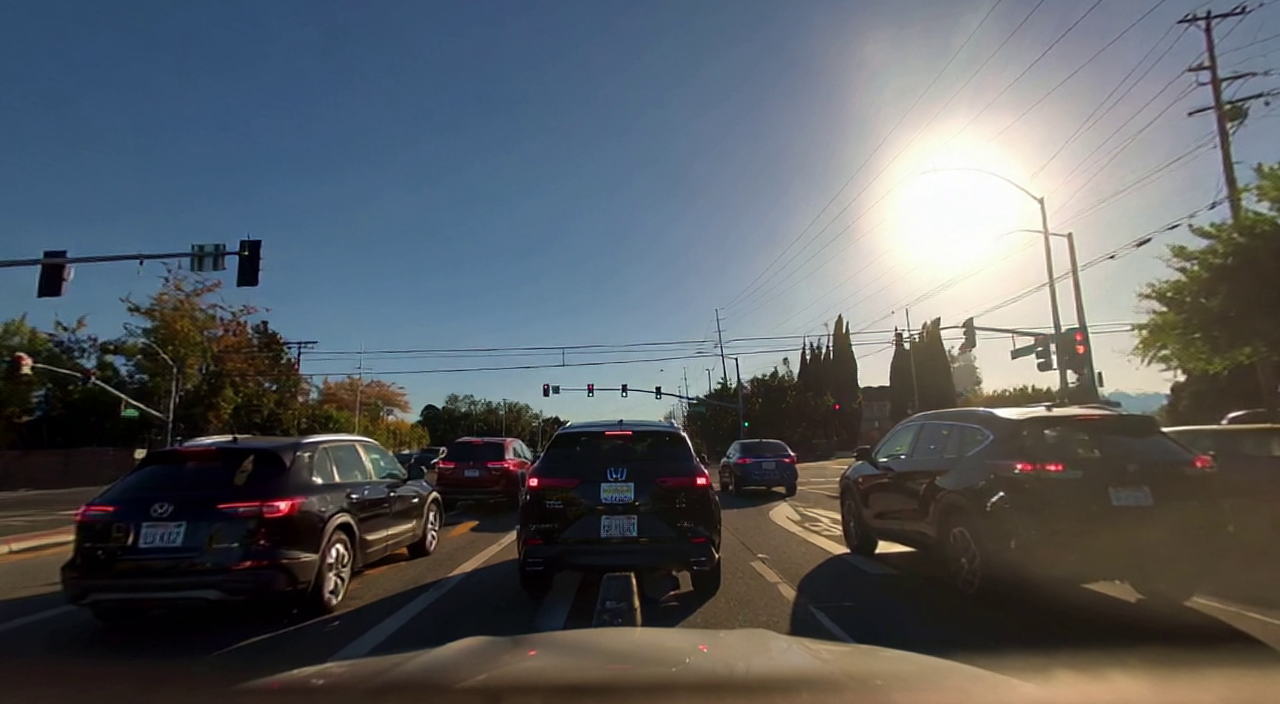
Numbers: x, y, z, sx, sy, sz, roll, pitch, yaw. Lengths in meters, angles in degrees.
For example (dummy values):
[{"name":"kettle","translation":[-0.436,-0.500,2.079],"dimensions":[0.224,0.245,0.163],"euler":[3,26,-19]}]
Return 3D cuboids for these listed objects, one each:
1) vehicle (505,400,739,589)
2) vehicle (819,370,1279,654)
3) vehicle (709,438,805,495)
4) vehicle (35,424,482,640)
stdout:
[{"name":"vehicle","translation":[-0.134,1.605,7.862],"dimensions":[2.111,1.712,4.078],"euler":[0,-9,1]},{"name":"vehicle","translation":[3.517,1.350,6.366],"dimensions":[1.999,1.789,4.583],"euler":[0,-9,-1]},{"name":"vehicle","translation":[3.347,3.364,18.963],"dimensions":[1.949,1.479,4.489],"euler":[0,-9,-1]},{"name":"vehicle","translation":[-3.190,1.577,6.645],"dimensions":[1.881,1.466,4.484],"euler":[0,-9,0]}]
